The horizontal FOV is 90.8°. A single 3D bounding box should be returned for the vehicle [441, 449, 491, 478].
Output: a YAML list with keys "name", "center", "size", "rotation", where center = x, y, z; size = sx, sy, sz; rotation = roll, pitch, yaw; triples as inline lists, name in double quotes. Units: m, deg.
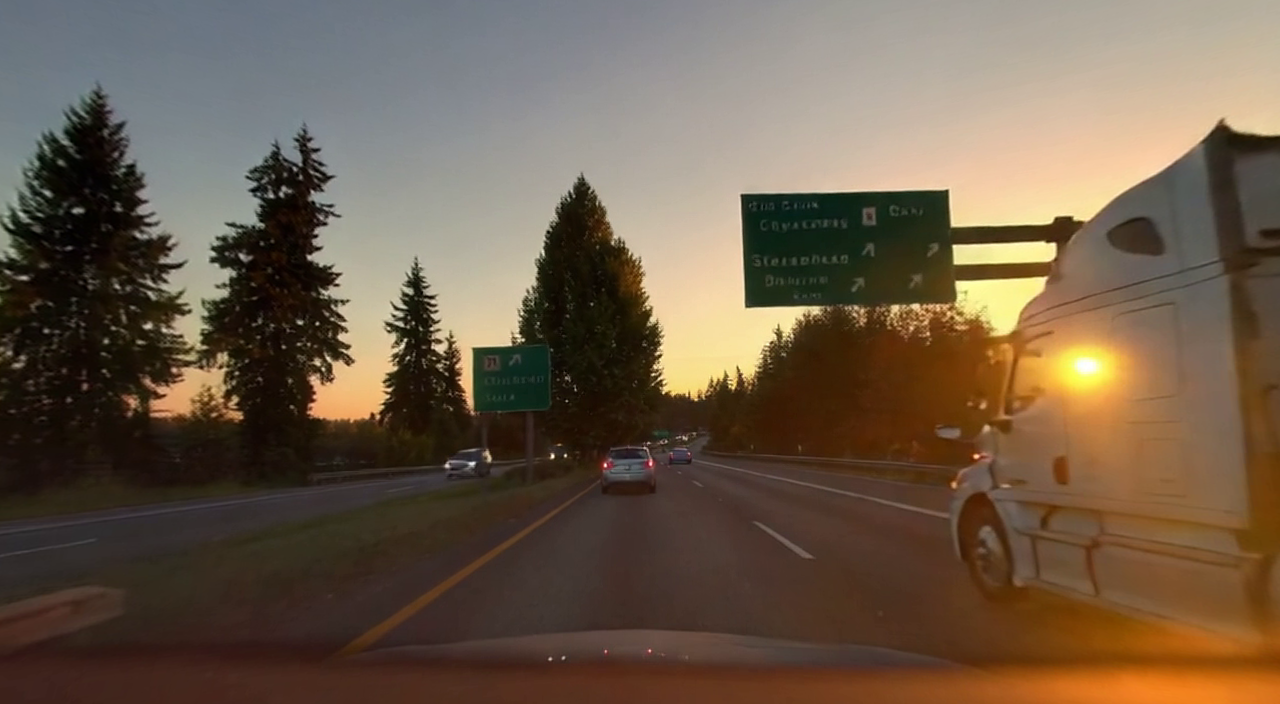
- name: "vehicle"
  center: [-11.823, 7.556, 43.074]
  size: [2.063, 1.828, 4.416]
  rotation: [0, -9, 1]

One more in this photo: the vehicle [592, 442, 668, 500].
- name: "vehicle"
  center: [-0.285, 3.437, 18.525]
  size: [2.003, 1.490, 3.636]
  rotation: [0, -9, 0]

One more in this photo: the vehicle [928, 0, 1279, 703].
- name: "vehicle"
  center: [3.884, -0.249, 1.880]
  size: [3.001, 3.728, 5.947]
  rotation: [0, -9, -1]
